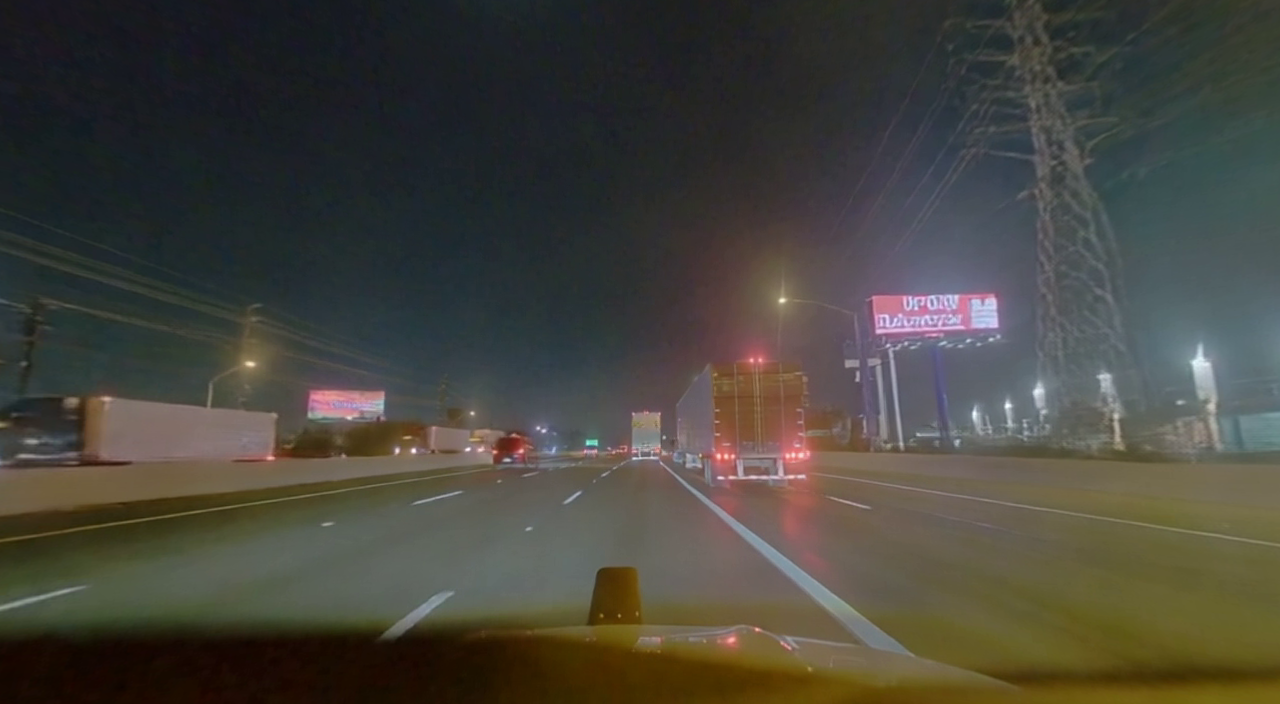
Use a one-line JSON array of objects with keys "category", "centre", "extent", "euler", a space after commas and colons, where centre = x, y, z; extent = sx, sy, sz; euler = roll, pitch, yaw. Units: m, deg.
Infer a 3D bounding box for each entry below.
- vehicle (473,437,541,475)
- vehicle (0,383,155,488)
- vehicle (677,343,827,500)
[{"category": "vehicle", "centre": [-7.308, 5.796, 35.457], "extent": [2.425, 1.917, 5.647], "euler": [-1, -9, 1]}, {"category": "vehicle", "centre": [-24.741, 3.477, 25.874], "extent": [2.894, 3.754, 8.528], "euler": [0, -9, 0]}, {"category": "vehicle", "centre": [3.450, 3.073, 25.137], "extent": [2.892, 4.152, 16.575], "euler": [0, -9, 0]}]
